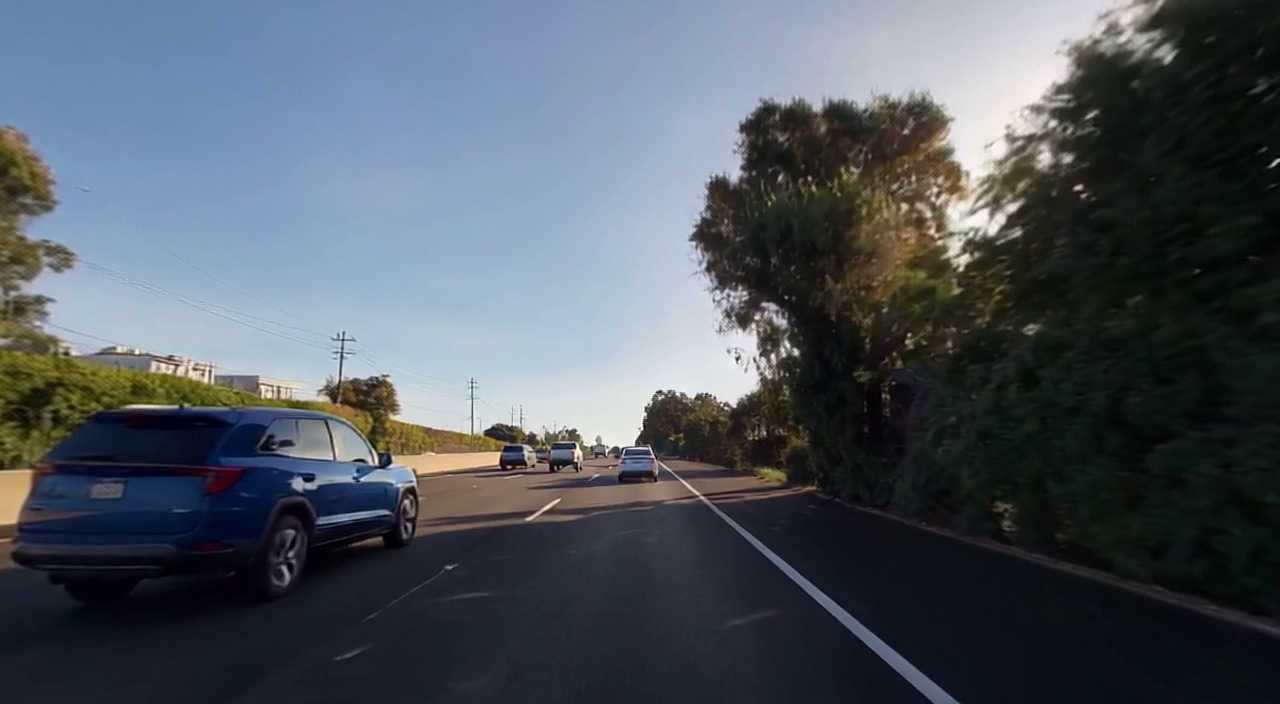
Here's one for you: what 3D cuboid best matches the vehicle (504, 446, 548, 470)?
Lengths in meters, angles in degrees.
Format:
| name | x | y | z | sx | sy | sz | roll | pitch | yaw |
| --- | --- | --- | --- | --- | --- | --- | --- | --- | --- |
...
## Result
| name | x | y | z | sx | sy | sz | roll | pitch | yaw |
| --- | --- | --- | --- | --- | --- | --- | --- | --- | --- |
| vehicle | -7.312 | 6.825 | 40.951 | 1.902 | 1.467 | 4.574 | -1 | -8 | 2 |

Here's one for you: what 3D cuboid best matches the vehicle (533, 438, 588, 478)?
| name | x | y | z | sx | sy | sz | roll | pitch | yaw |
| --- | --- | --- | --- | --- | --- | --- | --- | --- | --- |
| vehicle | -3.721 | 5.051 | 30.302 | 1.993 | 1.717 | 4.321 | 0 | -9 | 1 |

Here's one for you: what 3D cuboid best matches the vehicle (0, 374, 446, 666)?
| name | x | y | z | sx | sy | sz | roll | pitch | yaw |
| --- | --- | --- | --- | --- | --- | --- | --- | --- | --- |
| vehicle | -3.729 | 1.369 | 6.222 | 2.133 | 1.789 | 4.518 | 0 | -8 | 1 |

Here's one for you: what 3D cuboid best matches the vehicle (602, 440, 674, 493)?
| name | x | y | z | sx | sy | sz | roll | pitch | yaw |
| --- | --- | --- | --- | --- | --- | --- | --- | --- | --- |
| vehicle | -0.069 | 3.567 | 19.962 | 2.047 | 1.473 | 3.978 | 0 | -8 | 0 |
